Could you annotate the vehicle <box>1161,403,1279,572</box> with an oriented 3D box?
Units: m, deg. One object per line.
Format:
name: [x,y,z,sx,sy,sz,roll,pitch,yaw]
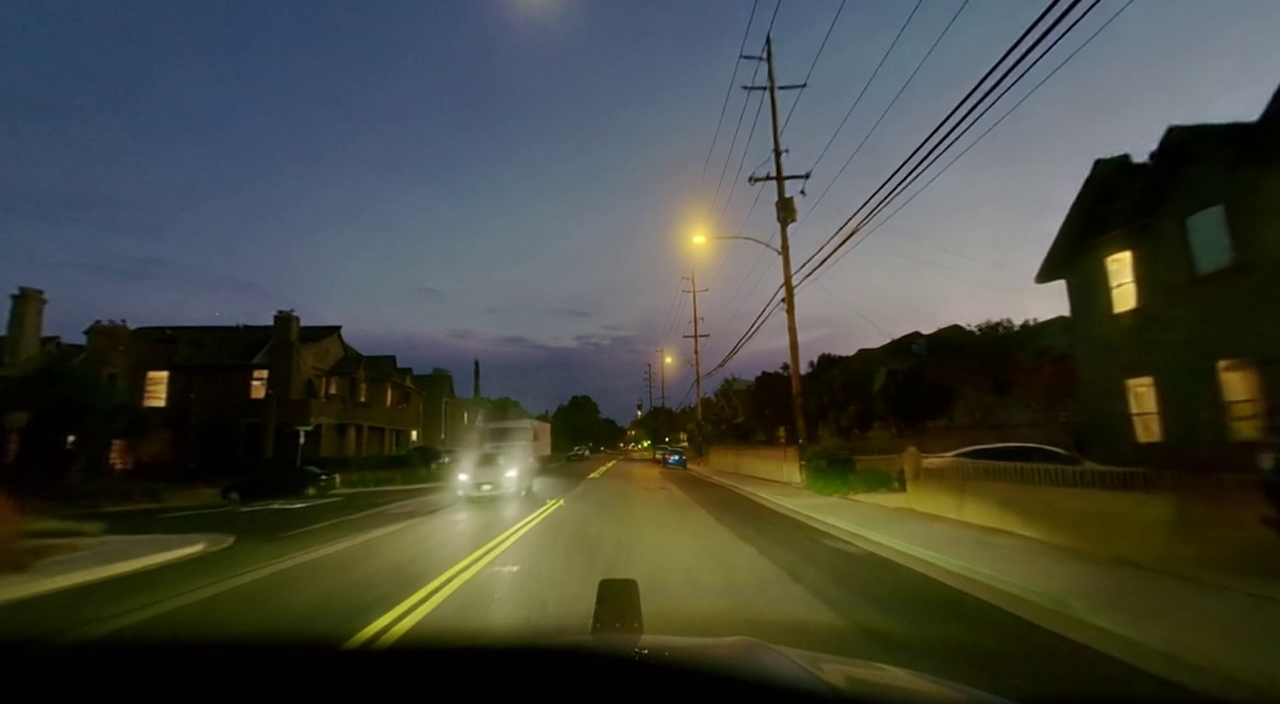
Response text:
vehicle: [8.084,1.288,6.133,4.270,1.557,1.967,0,-9,-1]

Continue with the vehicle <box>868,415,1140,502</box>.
vehicle: [8.025,2.394,14.348,4.836,1.806,2.121,0,-9,-1]

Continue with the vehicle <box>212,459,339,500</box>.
vehicle: [-15.443,5.400,26.961,4.204,1.626,1.874,1,-9,-6]

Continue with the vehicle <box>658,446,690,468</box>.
vehicle: [2.339,7.441,44.837,1.890,1.463,4.952,0,-9,-2]

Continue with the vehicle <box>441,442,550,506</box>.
vehicle: [-3.706,3.196,17.048,1.912,1.491,4.375,0,-9,0]
